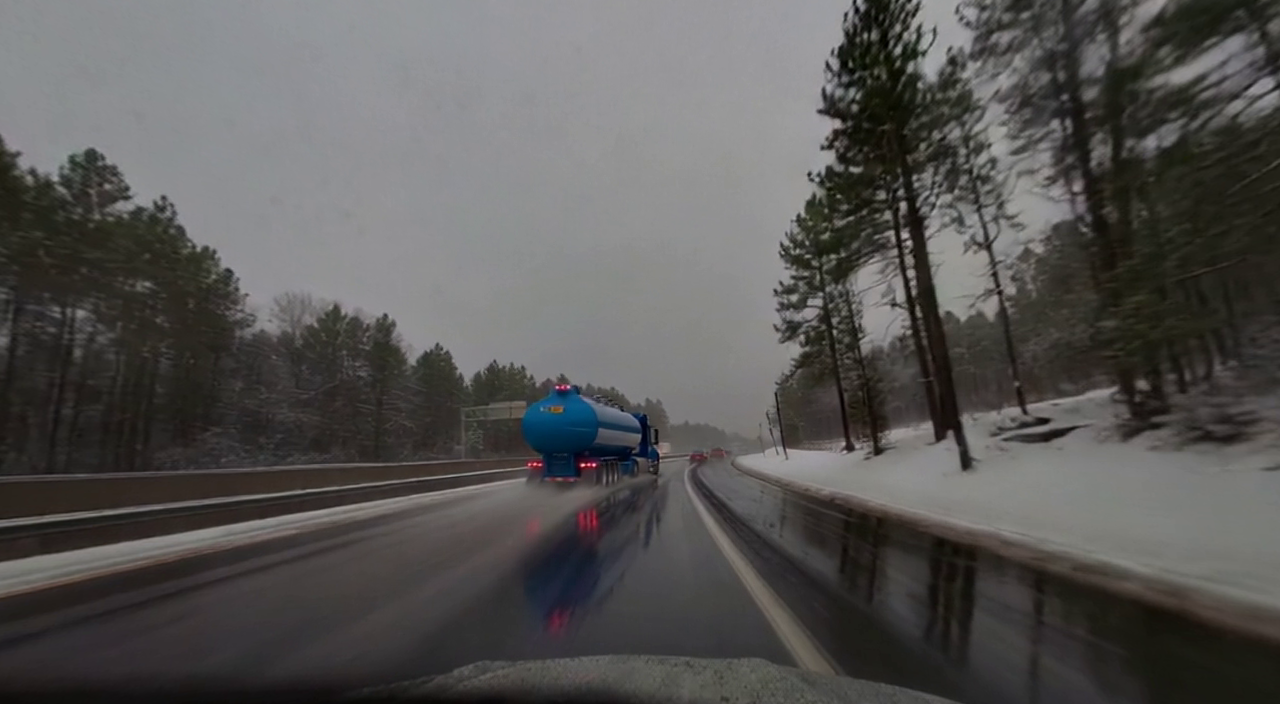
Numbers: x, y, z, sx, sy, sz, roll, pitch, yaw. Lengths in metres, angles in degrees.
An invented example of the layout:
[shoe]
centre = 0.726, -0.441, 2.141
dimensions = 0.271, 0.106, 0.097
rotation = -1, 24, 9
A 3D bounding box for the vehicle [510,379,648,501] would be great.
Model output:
[vehicle]
centre = -1.828, 3.679, 26.269
dimensions = 2.907, 3.747, 13.318
rotation = -1, -8, 7
